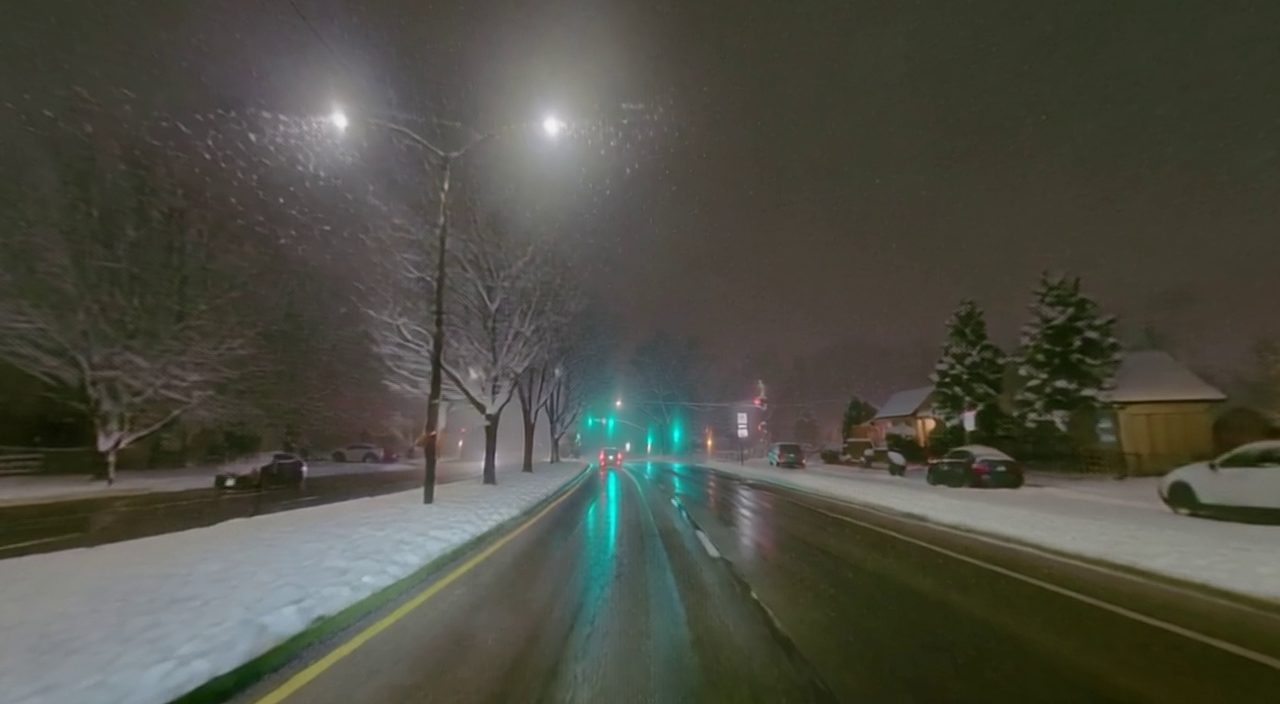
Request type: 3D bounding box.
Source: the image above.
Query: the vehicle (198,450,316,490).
[{"bbox_3d":[-15.330,4.713,25.564,2.070,1.469,4.524,0,-9,-2],"label":"vehicle"}]

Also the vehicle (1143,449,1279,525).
[{"bbox_3d":[11.603,2.296,10.835,2.015,1.231,4.748,0,-9,0],"label":"vehicle"}]

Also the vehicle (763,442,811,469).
[{"bbox_3d":[10.227,7.245,44.211,2.145,1.795,4.992,0,-9,-1],"label":"vehicle"}]

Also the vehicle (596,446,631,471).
[{"bbox_3d":[-1.710,6.738,40.051,2.113,1.462,4.203,1,-9,-4],"label":"vehicle"}]

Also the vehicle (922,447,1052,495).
[{"bbox_3d":[11.650,3.986,21.573,1.839,1.445,4.484,0,-9,-1],"label":"vehicle"}]
